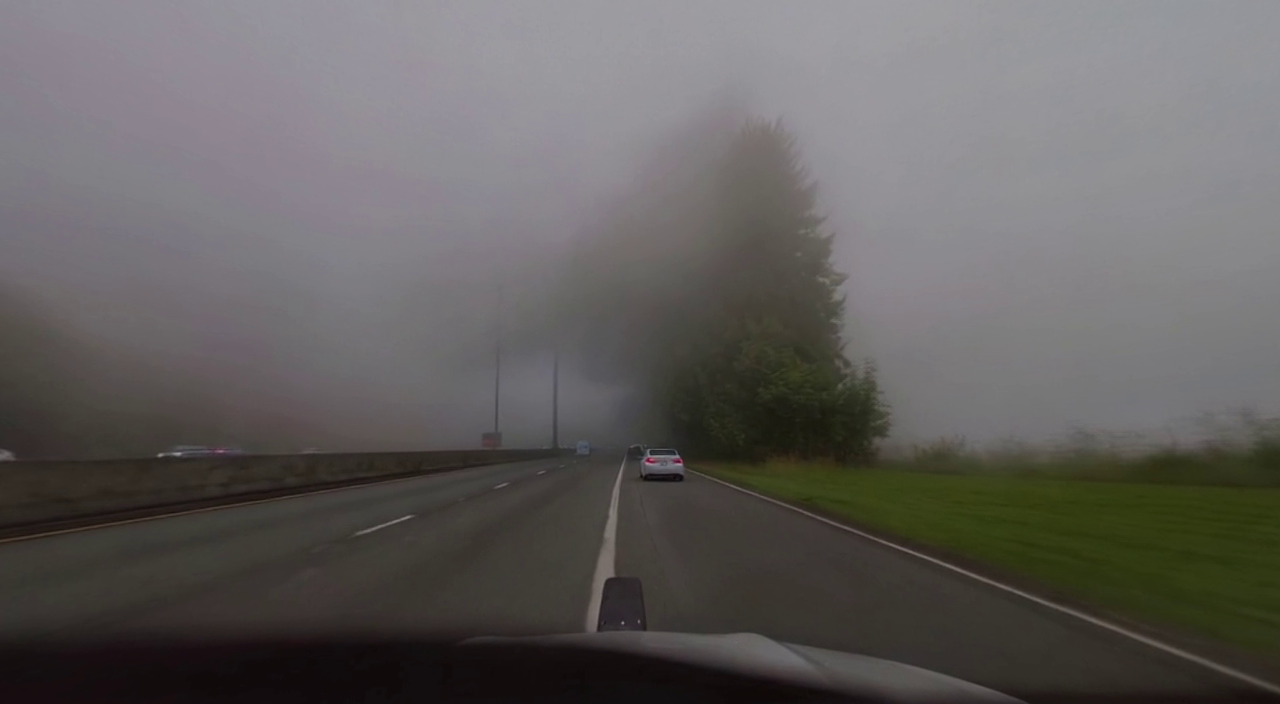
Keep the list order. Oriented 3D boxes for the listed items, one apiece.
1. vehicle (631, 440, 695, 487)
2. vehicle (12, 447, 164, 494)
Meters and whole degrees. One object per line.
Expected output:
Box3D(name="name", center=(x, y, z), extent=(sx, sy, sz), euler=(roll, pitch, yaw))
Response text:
Box3D(name="vehicle", center=(0.684, 3.798, 21.664), extent=(1.960, 1.456, 3.818), euler=(0, -9, -2))
Box3D(name="vehicle", center=(-19.535, 4.183, 22.571), extent=(1.832, 1.520, 4.003), euler=(0, -9, -1))
